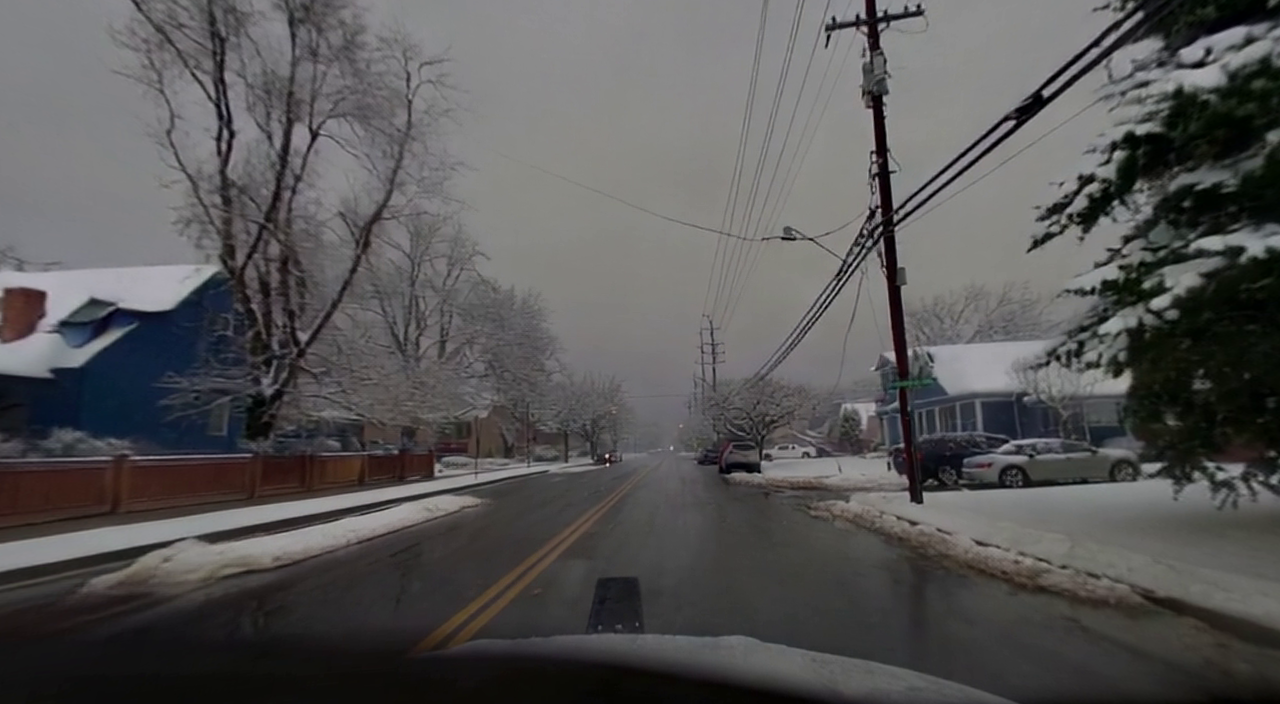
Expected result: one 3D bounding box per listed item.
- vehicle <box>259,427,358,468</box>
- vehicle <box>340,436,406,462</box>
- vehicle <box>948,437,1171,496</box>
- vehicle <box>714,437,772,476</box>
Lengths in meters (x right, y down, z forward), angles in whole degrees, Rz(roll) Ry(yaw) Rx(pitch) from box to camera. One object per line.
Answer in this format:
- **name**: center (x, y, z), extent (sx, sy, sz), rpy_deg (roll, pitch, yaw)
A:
- **vehicle**: center (-16.253, 4.748, 31.387), extent (2.034, 1.829, 5.161), rpy_deg (0, -9, 1)
- **vehicle**: center (-19.207, 7.057, 45.719), extent (2.139, 1.746, 5.099), rpy_deg (-1, -9, 5)
- **vehicle**: center (11.296, 3.109, 17.336), extent (4.625, 1.501, 2.011), rpy_deg (-1, -8, 3)
- **vehicle**: center (5.266, 5.427, 33.071), extent (2.114, 1.858, 5.144), rpy_deg (0, -8, -1)
